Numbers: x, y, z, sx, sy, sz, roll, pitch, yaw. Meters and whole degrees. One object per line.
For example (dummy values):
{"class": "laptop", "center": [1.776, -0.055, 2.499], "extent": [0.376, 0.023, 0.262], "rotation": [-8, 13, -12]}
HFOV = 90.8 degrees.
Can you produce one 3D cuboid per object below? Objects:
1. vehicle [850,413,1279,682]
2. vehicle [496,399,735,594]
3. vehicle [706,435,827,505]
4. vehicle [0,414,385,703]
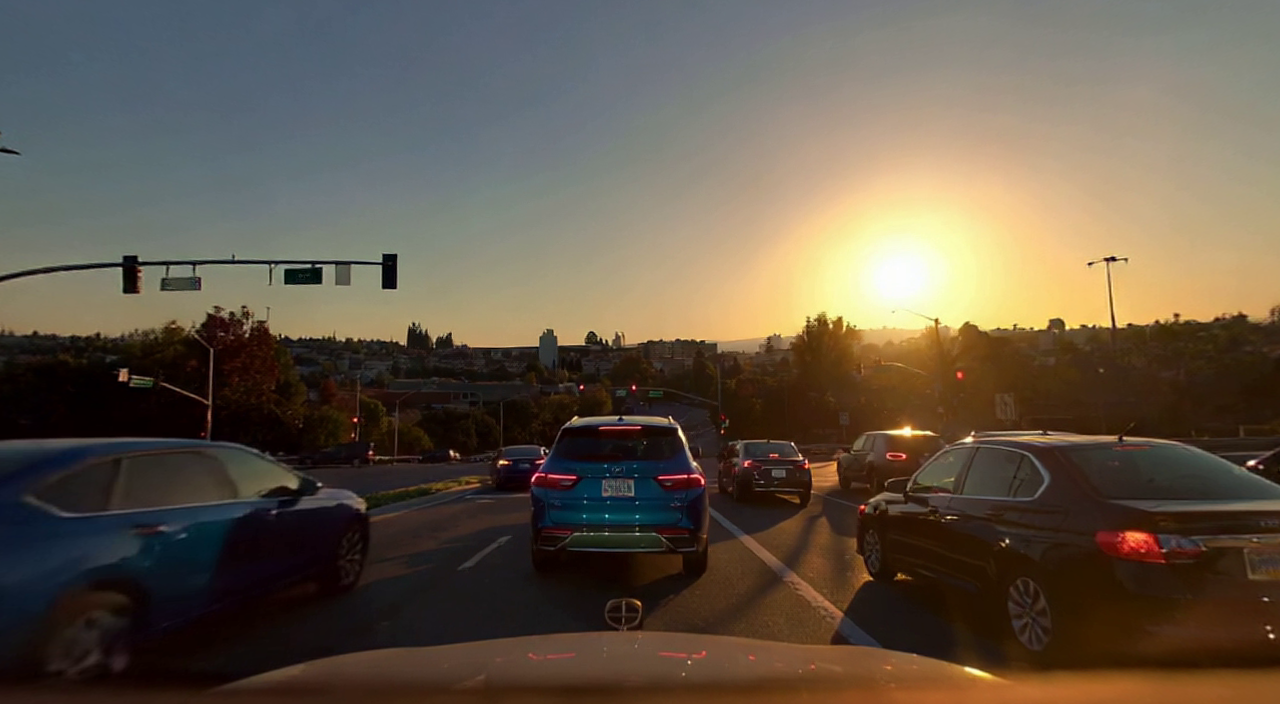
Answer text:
{"class": "vehicle", "center": [3.613, 1.398, 5.694], "extent": [1.861, 1.478, 4.185], "rotation": [0, -8, -2]}
{"class": "vehicle", "center": [-0.275, 1.567, 7.632], "extent": [2.101, 1.707, 3.904], "rotation": [0, -8, -2]}
{"class": "vehicle", "center": [2.971, 2.861, 15.775], "extent": [1.950, 1.506, 4.086], "rotation": [0, -8, -3]}
{"class": "vehicle", "center": [-3.675, 1.243, 4.276], "extent": [2.063, 1.454, 4.553], "rotation": [0, -8, -1]}
